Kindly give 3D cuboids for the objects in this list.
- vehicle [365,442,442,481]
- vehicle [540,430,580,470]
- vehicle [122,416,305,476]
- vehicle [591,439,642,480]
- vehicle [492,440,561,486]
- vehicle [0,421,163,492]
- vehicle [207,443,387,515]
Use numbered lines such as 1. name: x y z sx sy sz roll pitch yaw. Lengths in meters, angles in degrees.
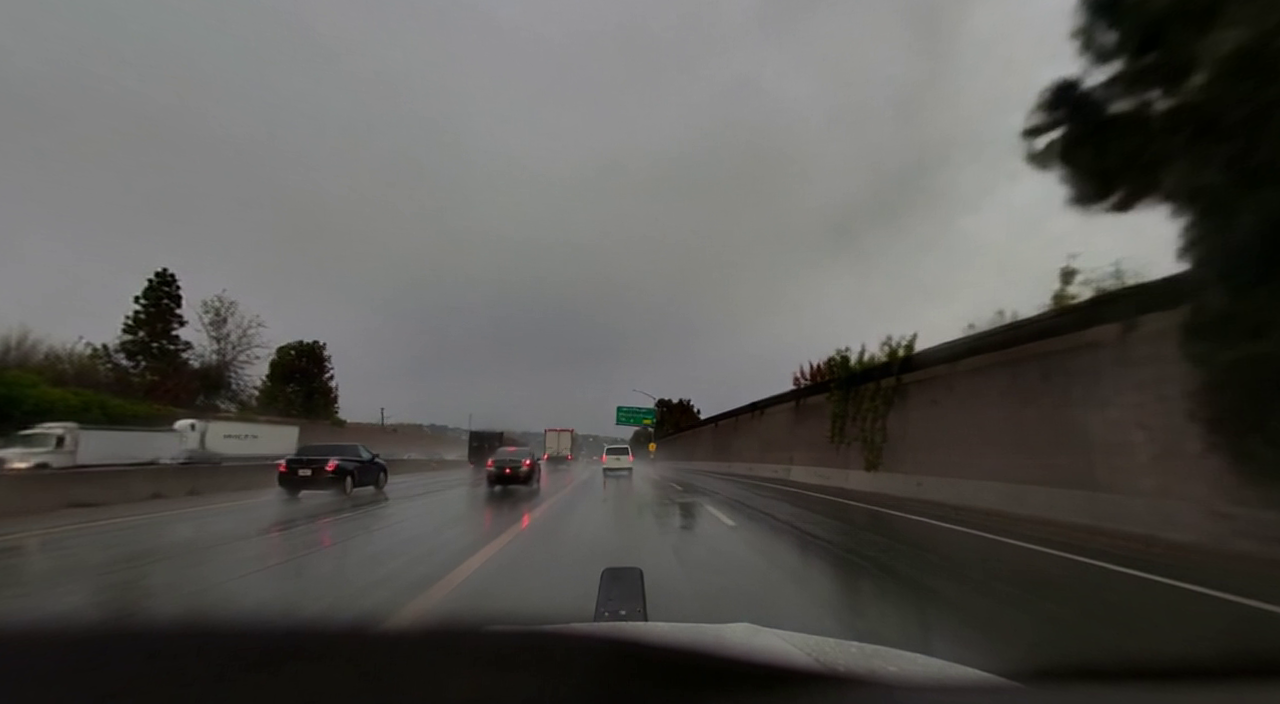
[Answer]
1. vehicle: -11.999 5.576 32.423 2.079 1.807 5.187 0 -8 -2
2. vehicle: -5.588 6.938 44.794 2.279 2.672 5.256 0 -8 -2
3. vehicle: -24.777 5.661 38.046 3.003 2.982 12.570 0 -8 -3
4. vehicle: -1.037 4.658 27.568 2.092 1.671 3.772 0 -8 -3
5. vehicle: -4.333 4.279 24.737 2.005 1.631 4.295 0 -8 -1
6. vehicle: -16.422 2.928 17.935 2.044 1.747 4.769 0 -8 -2
7. vehicle: -8.020 2.964 15.327 1.896 1.465 4.399 0 -8 0
